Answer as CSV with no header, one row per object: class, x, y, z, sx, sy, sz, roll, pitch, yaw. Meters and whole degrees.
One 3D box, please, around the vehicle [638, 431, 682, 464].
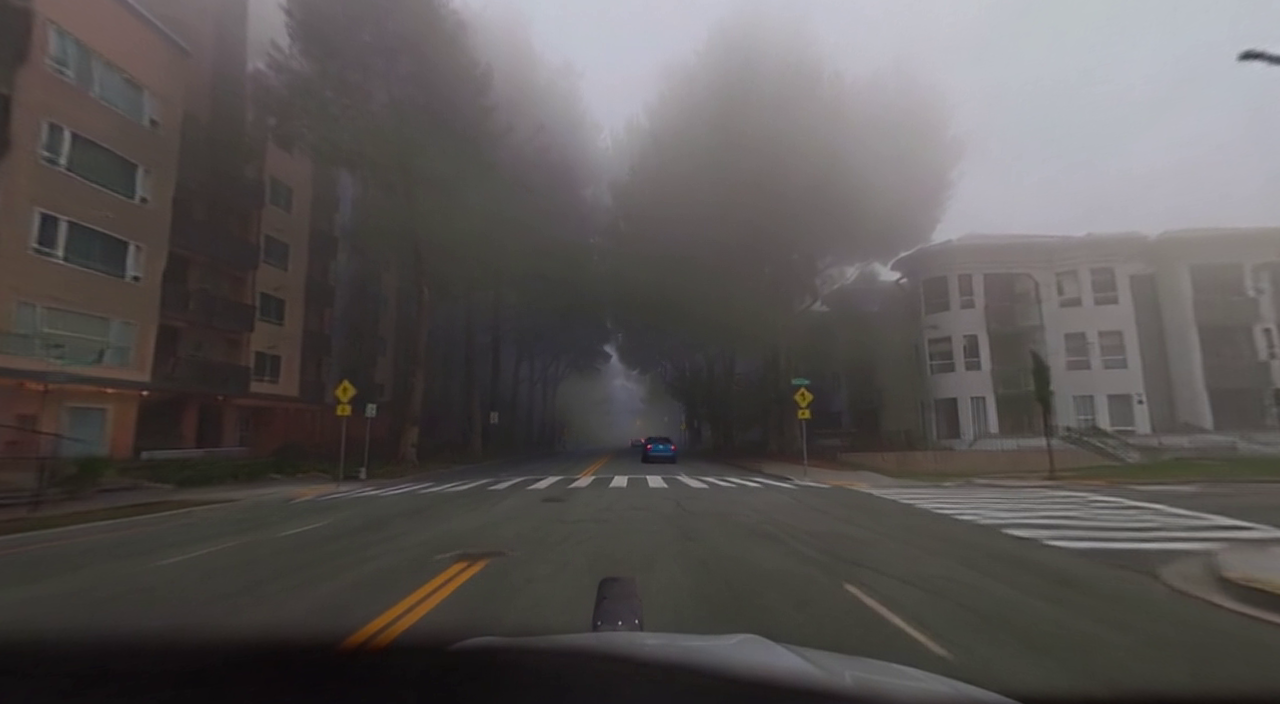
vehicle,1.051,5.312,34.987,1.981,1.703,3.691,1,-8,-5
